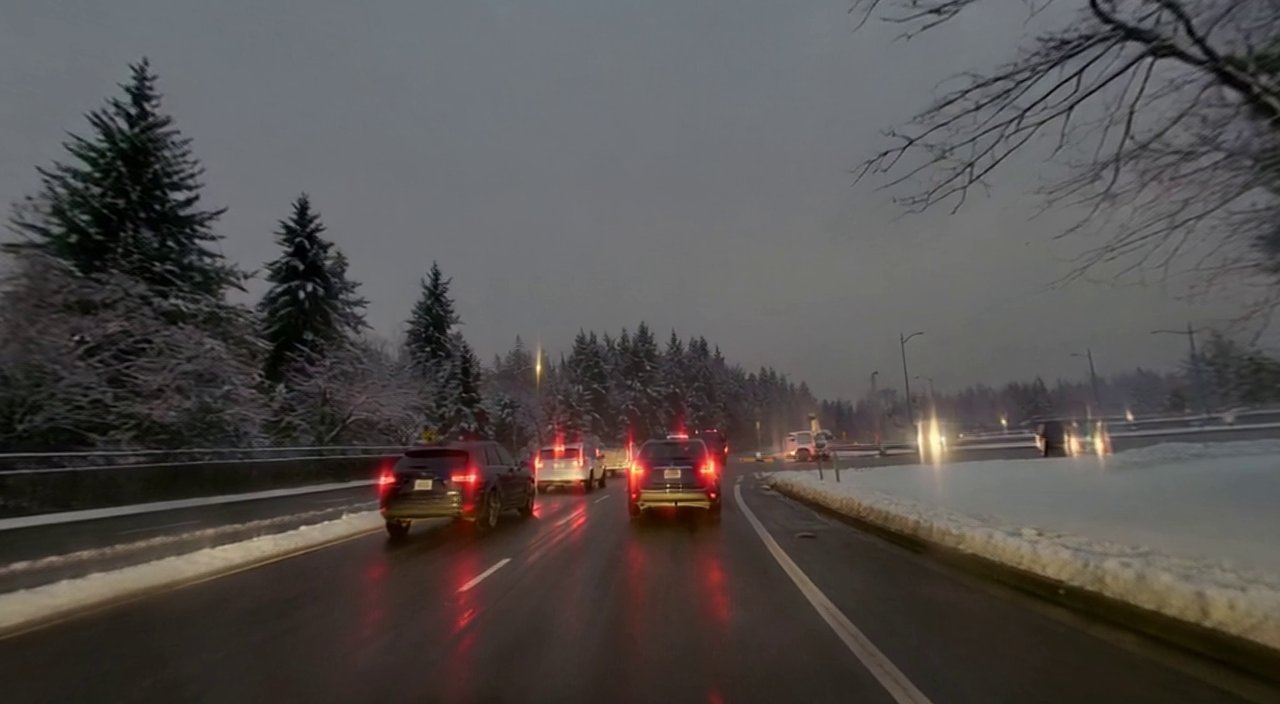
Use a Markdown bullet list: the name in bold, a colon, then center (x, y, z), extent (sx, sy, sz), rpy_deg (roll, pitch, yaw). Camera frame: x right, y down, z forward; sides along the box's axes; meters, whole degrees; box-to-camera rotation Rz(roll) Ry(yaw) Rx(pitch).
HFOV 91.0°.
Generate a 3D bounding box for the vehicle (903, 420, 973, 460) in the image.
- **vehicle**: center (15.316, 4.589, 32.637), extent (2.288, 1.933, 4.612), rpy_deg (-2, -9, 14)

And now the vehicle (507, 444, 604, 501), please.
- **vehicle**: center (-2.353, 3.499, 18.754), extent (1.870, 1.490, 4.187), rpy_deg (-1, -9, 6)

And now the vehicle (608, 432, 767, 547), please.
- **vehicle**: center (0.695, 2.183, 10.665), extent (2.142, 1.528, 4.133), rpy_deg (0, -9, 2)

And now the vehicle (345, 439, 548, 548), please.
- **vehicle**: center (-3.039, 2.318, 11.020), extent (1.940, 1.502, 4.241), rpy_deg (-1, -9, 4)
